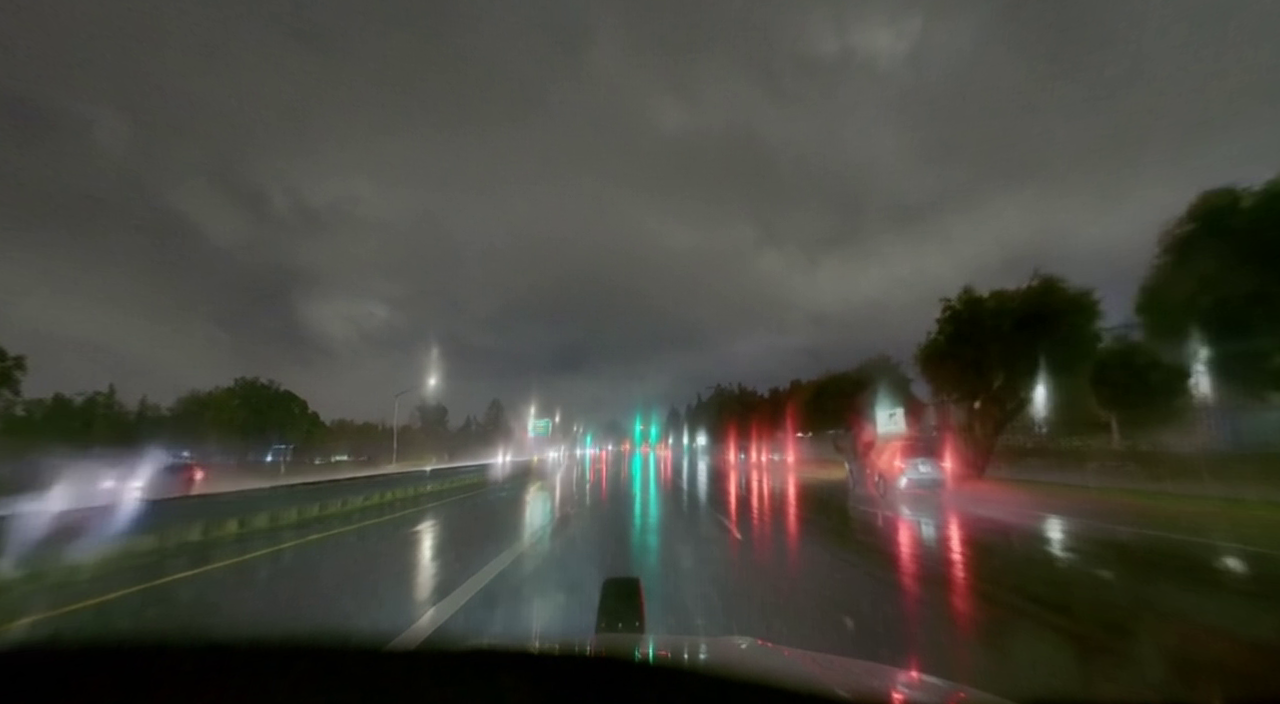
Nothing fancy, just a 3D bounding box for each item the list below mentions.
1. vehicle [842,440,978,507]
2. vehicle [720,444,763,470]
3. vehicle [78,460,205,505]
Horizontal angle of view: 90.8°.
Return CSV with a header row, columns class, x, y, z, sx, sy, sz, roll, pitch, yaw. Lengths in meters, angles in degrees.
class,x,y,z,sx,sy,sz,roll,pitch,yaw
vehicle,6.806,3.061,16.386,1.838,1.518,3.713,0,-8,-1
vehicle,6.576,6.849,41.493,1.987,1.597,4.463,0,-8,-2
vehicle,-19.716,5.159,25.257,1.797,1.528,3.941,0,-8,1
